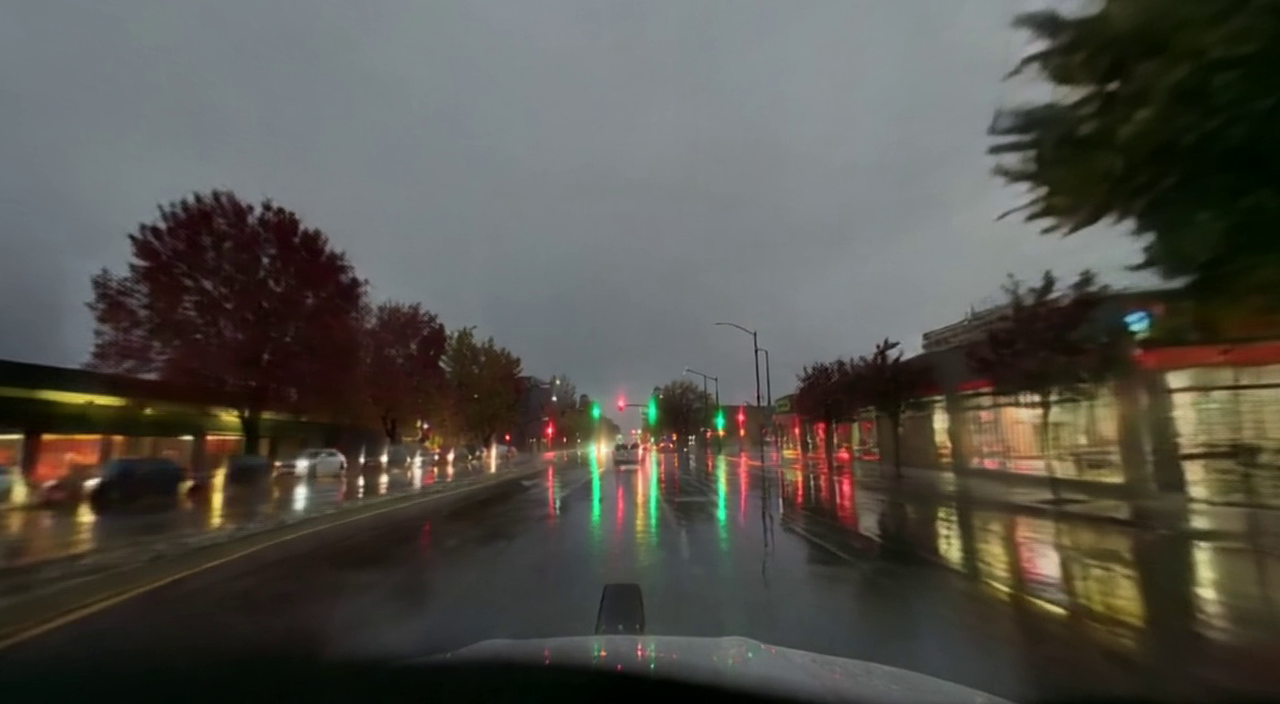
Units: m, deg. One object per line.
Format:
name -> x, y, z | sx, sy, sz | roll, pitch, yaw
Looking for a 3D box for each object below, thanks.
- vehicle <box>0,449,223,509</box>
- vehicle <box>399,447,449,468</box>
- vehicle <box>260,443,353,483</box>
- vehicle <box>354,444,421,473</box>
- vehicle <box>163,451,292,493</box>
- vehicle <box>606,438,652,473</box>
vehicle -> -15.557, 3.706, 19.046 | 2.098, 1.524, 5.102 | -1, -9, 6
vehicle -> -15.816, 7.733, 46.457 | 1.931, 1.455, 5.023 | 0, -9, 0
vehicle -> -15.707, 5.248, 30.030 | 1.981, 1.755, 4.113 | -1, -10, 3
vehicle -> -15.756, 6.638, 39.726 | 2.130, 1.692, 4.734 | -1, -9, 2
vehicle -> -15.571, 4.508, 24.216 | 1.980, 1.427, 4.449 | 0, -9, -1
vehicle -> -0.500, 4.864, 29.758 | 2.045, 1.510, 3.690 | 0, -9, 0
